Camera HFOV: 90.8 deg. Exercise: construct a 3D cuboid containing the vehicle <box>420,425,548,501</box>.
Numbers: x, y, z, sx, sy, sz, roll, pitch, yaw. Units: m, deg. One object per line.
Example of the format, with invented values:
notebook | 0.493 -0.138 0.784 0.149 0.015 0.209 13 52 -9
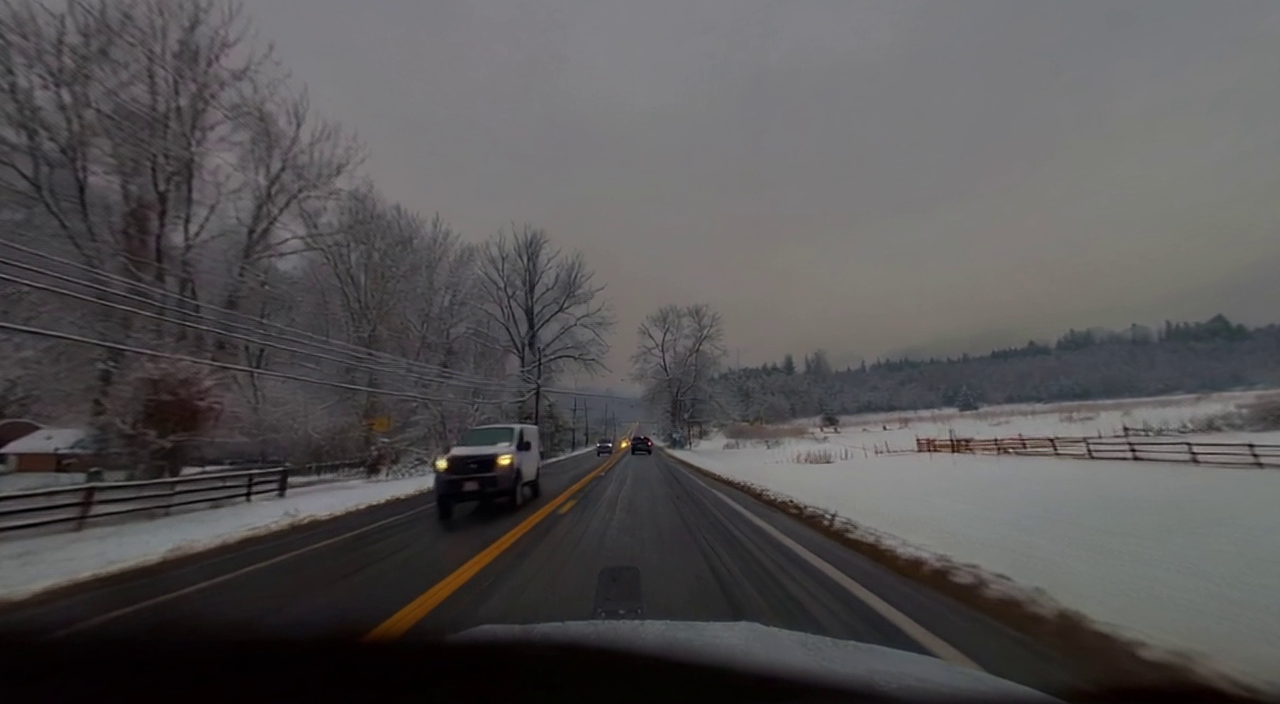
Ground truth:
vehicle | -3.859 2.858 16.599 2.217 1.704 4.418 0 -8 0
